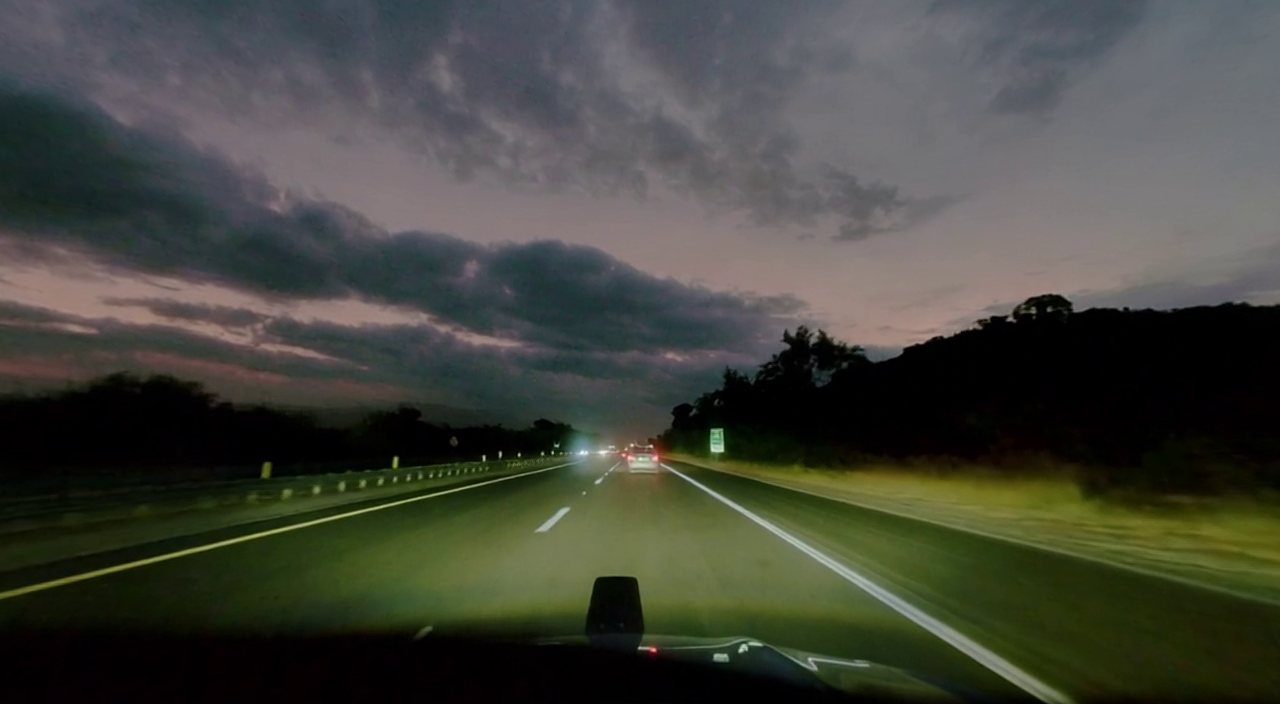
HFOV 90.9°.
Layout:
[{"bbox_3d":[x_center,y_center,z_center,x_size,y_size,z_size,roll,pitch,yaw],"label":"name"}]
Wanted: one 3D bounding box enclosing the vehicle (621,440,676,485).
[{"bbox_3d":[0.284,4.631,26.682,2.135,1.686,4.517,0,-9,-1],"label":"vehicle"}]
